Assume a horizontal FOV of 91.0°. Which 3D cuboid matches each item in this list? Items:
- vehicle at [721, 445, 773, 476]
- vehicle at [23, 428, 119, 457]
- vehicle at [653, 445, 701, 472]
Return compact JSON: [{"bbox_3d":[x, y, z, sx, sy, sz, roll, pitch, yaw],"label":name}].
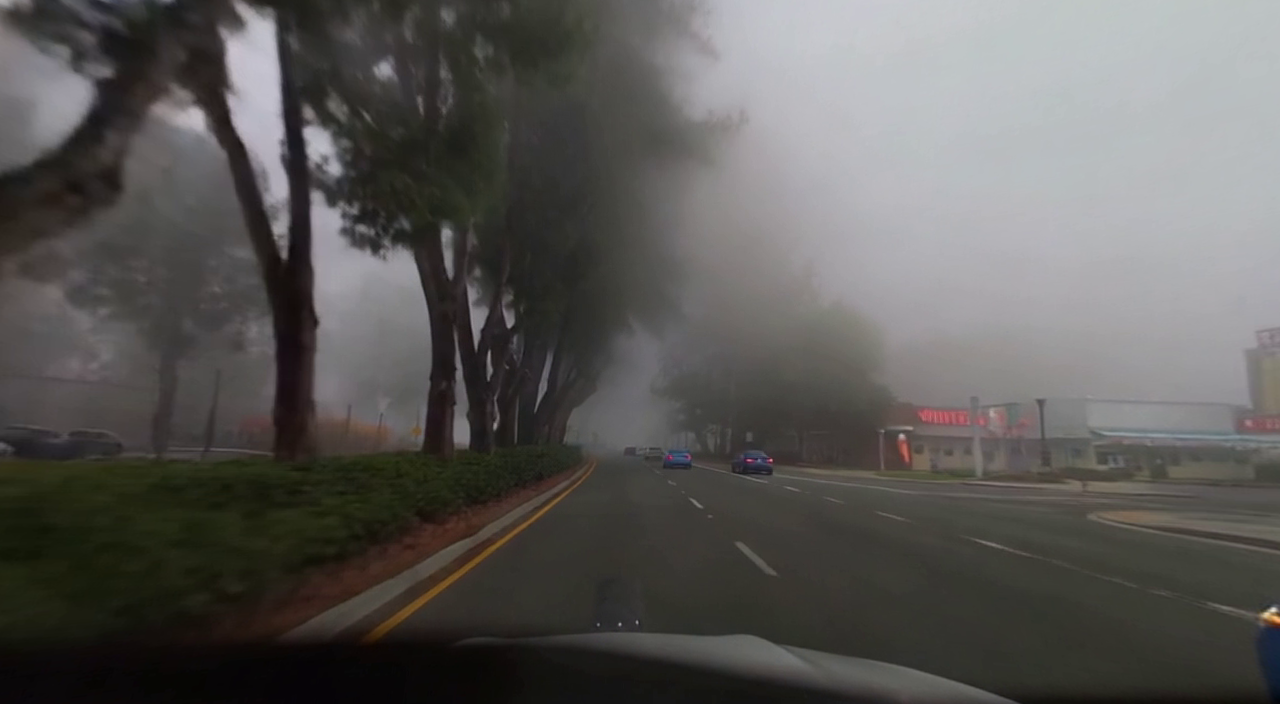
[{"bbox_3d":[5.723,5.844,34.184,1.886,1.528,4.169,1,-9,-3],"label":"vehicle"},{"bbox_3d":[-35.250,5.665,39.225,1.913,1.702,4.873,1,-9,-8],"label":"vehicle"},{"bbox_3d":[2.065,6.152,36.543,2.256,1.451,4.313,1,-9,-3],"label":"vehicle"}]
